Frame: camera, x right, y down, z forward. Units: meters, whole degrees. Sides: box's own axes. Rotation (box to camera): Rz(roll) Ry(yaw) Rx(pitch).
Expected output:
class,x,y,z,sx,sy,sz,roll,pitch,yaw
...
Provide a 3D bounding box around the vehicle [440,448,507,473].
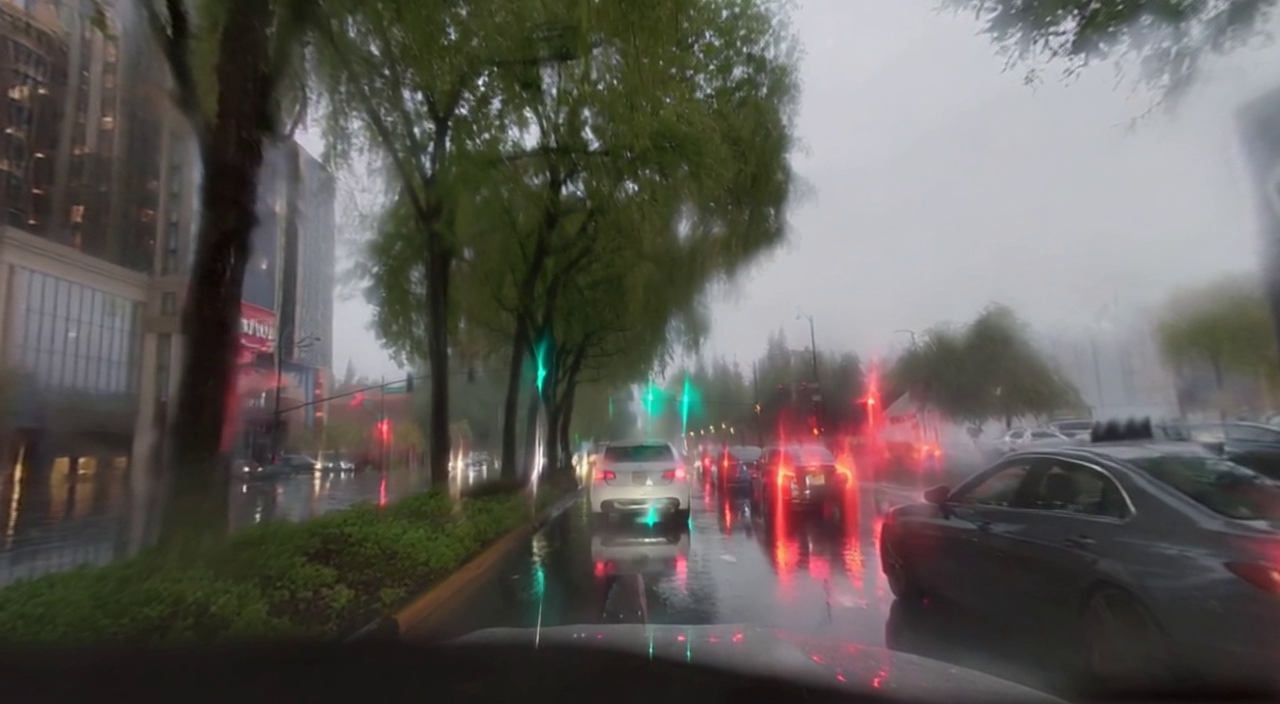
class,x,y,z,sx,sy,sz,roll,pitch,yaw
vehicle,-13.118,8.501,49.793,4.642,1.889,2.210,5,-10,-29

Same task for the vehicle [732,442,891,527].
class,x,y,z,sx,sy,sz,roll,pitch,yaw
vehicle,3.353,2.682,13.411,1.996,1.469,4.495,0,-9,-1

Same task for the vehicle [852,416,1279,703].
class,x,y,z,sx,sy,sz,roll,pitch,yaw
vehicle,3.247,1.289,4.413,1.912,1.454,4.537,0,-9,0

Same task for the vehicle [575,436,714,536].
class,x,y,z,sx,sy,sz,roll,pitch,yaw
vehicle,0.054,2.370,11.769,2.118,1.512,4.013,0,-9,0
